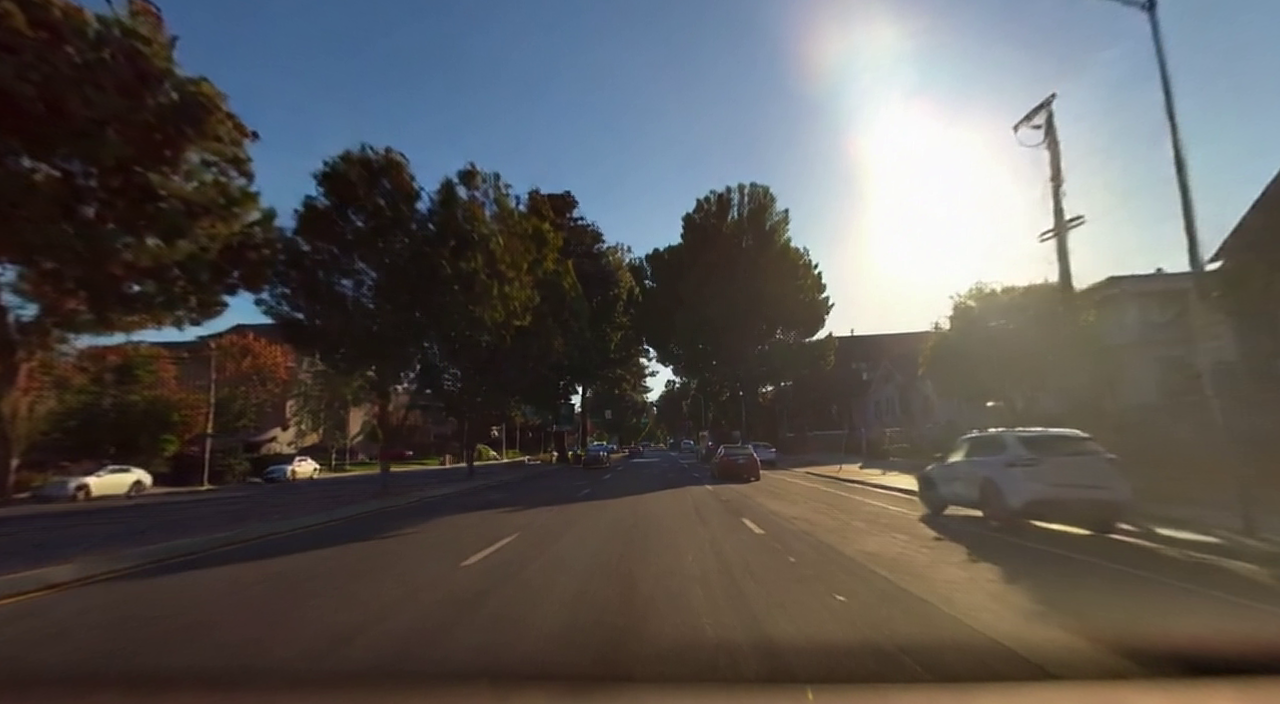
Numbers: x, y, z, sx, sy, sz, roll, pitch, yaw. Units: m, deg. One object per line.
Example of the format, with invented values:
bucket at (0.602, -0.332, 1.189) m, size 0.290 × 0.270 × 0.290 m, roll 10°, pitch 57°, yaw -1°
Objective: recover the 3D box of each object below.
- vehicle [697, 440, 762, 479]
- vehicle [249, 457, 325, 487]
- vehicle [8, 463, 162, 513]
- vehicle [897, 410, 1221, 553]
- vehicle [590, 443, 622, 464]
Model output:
vehicle at (3.716, 4.564, 26.921) m, size 2.128 × 1.502 × 4.572 m, roll 0°, pitch -9°, yaw 1°
vehicle at (-22.126, 7.482, 39.699) m, size 1.883 × 1.671 × 4.779 m, roll -1°, pitch -9°, yaw 2°
vehicle at (-22.098, 5.408, 25.444) m, size 1.882 × 1.479 × 4.822 m, roll -7°, pitch -9°, yaw 1°
vehicle at (6.531, 2.080, 10.845) m, size 2.092 × 1.849 × 5.068 m, roll 0°, pitch -9°, yaw 1°
vehicle at (-2.534, 7.754, 48.164) m, size 2.049 × 1.485 × 4.656 m, roll 0°, pitch -9°, yaw 1°
